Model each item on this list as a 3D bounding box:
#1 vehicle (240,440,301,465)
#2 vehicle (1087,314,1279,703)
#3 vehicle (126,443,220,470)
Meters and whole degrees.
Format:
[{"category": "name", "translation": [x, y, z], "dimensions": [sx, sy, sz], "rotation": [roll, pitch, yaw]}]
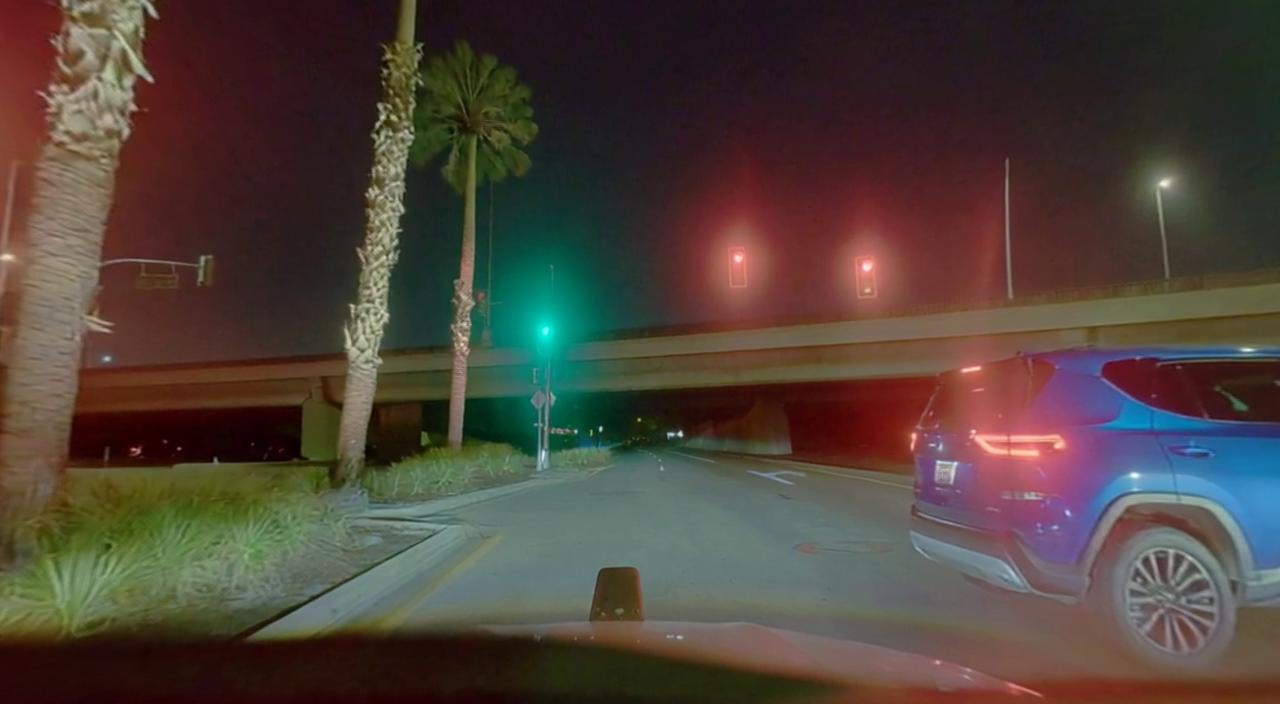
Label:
[{"category": "vehicle", "translation": [-26.272, 7.152, 44.906], "dimensions": [1.941, 1.631, 4.017], "rotation": [0, -9, 0]}, {"category": "vehicle", "translation": [3.452, 0.531, 0.974], "dimensions": [2.028, 1.770, 4.737], "rotation": [0, -9, 1]}, {"category": "vehicle", "translation": [-26.561, 5.956, 36.006], "dimensions": [1.830, 1.443, 4.551], "rotation": [0, -9, 1]}]
